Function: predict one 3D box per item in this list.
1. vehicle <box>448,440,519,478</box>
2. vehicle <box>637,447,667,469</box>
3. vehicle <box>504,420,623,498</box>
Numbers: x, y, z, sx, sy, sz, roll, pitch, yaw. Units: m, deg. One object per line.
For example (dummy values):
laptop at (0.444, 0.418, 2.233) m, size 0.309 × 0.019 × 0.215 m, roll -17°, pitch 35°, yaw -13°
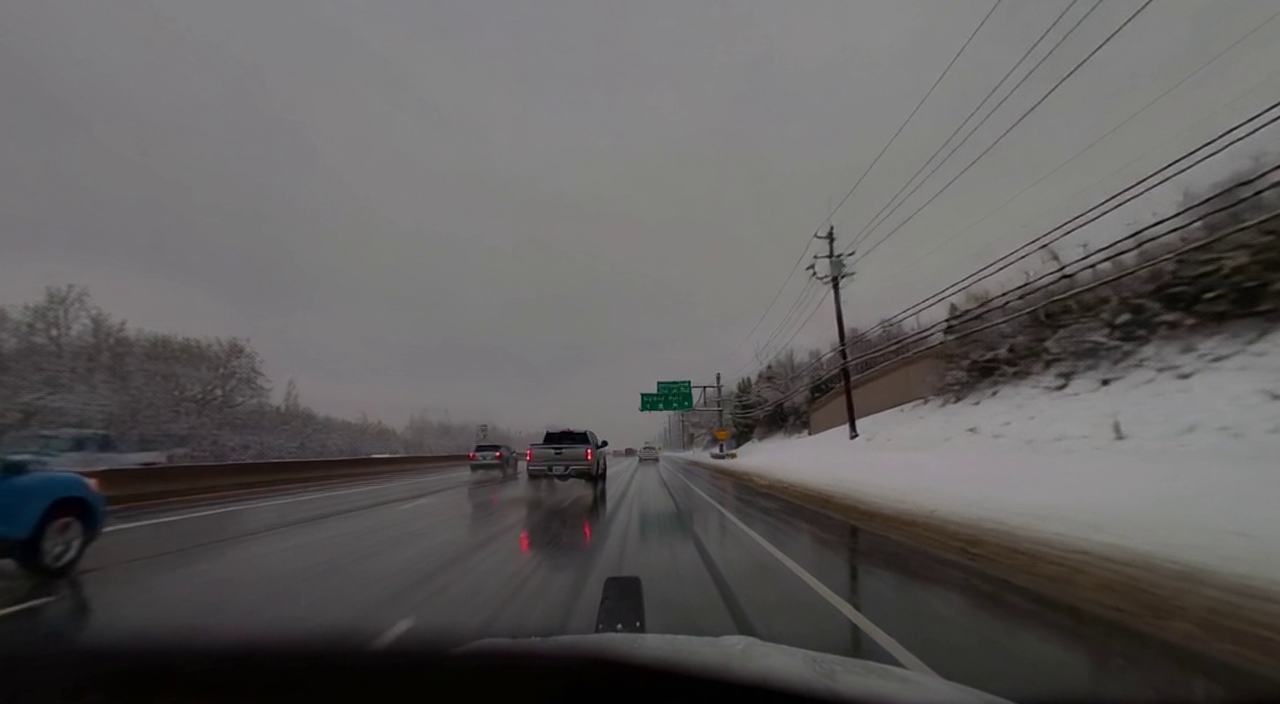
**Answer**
vehicle at (-7.438, 5.130, 30.502) m, size 2.143 × 1.688 × 4.776 m, roll 0°, pitch -9°, yaw 1°
vehicle at (0.807, 7.589, 45.202) m, size 2.025 × 1.485 × 4.310 m, roll 0°, pitch -9°, yaw -1°
vehicle at (-2.158, 3.371, 20.168) m, size 2.972 × 2.087 × 6.126 m, roll 0°, pitch -9°, yaw 1°
